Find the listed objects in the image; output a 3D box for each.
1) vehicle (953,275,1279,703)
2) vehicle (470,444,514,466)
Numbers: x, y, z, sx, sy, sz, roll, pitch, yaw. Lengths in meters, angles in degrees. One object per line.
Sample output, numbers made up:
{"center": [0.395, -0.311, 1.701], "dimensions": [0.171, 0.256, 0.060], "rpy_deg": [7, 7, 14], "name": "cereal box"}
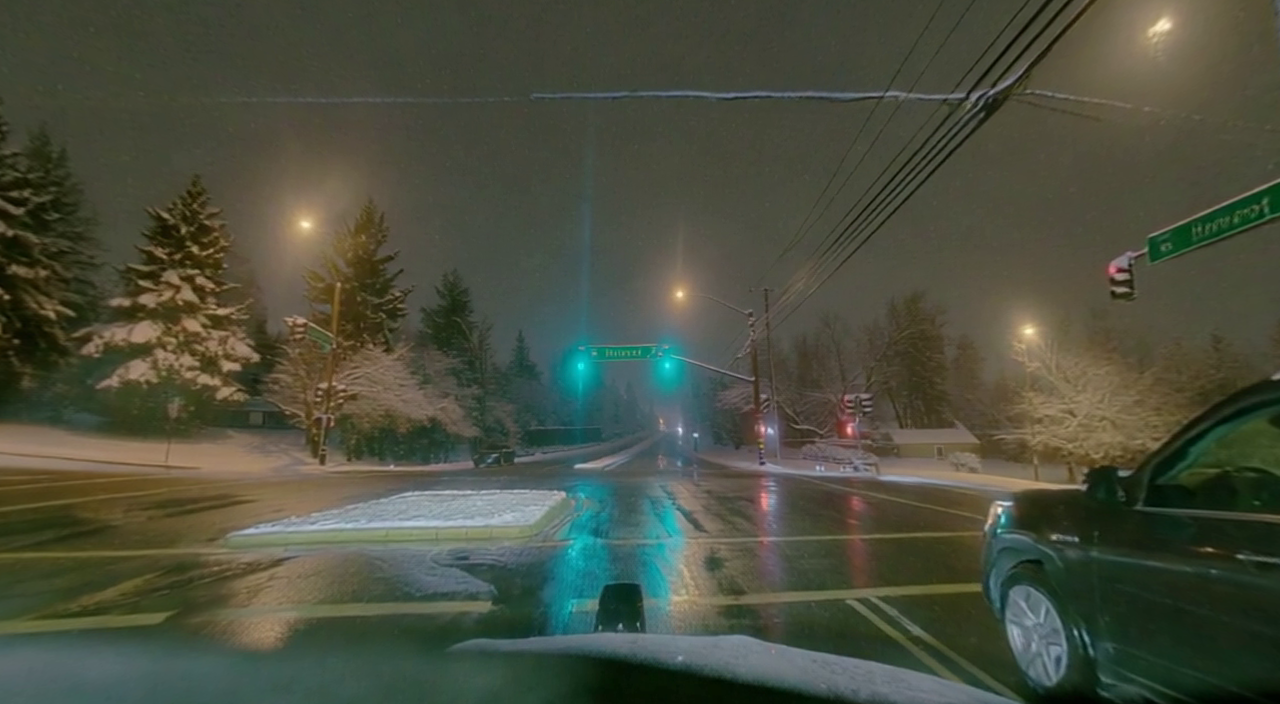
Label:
{"center": [3.242, 0.625, 1.728], "dimensions": [2.256, 1.856, 4.840], "rpy_deg": [0, -8, 0], "name": "vehicle"}
{"center": [-10.429, 7.254, 44.726], "dimensions": [1.983, 1.482, 4.190], "rpy_deg": [-1, -8, 2], "name": "vehicle"}
